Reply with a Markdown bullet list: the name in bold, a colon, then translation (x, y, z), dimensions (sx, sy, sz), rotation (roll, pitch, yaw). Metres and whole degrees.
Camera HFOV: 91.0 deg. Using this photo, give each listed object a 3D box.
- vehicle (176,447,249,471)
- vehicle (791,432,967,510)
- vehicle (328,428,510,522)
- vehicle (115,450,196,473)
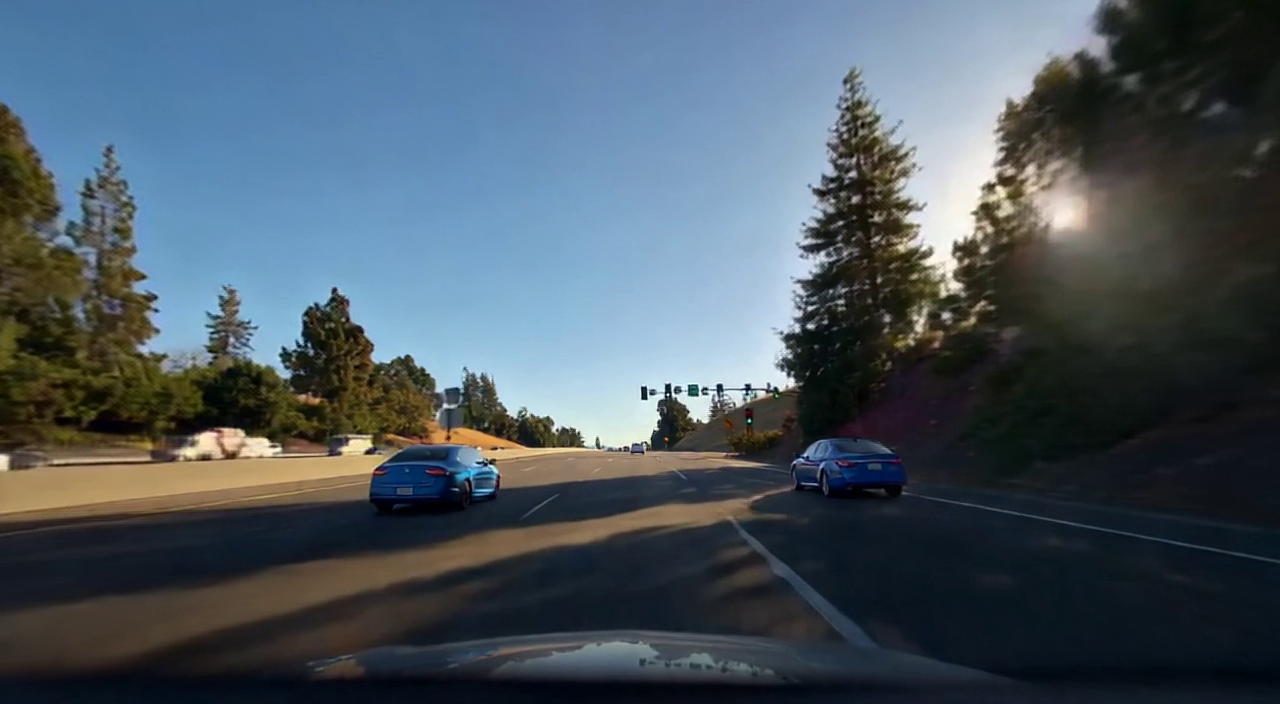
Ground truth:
- **vehicle**: translation (-28.868, 7.224, 42.687), dimensions (1.801, 1.487, 4.459), rotation (0, -9, 0)
- **vehicle**: translation (5.208, 2.667, 14.594), dimensions (2.049, 1.481, 4.774), rotation (0, -9, -2)
- **vehicle**: translation (-4.093, 2.355, 12.610), dimensions (1.987, 1.516, 4.478), rotation (0, -9, 1)
- **vehicle**: translation (-32.842, 7.429, 42.851), dimensions (1.793, 1.440, 4.727), rotation (0, -9, 0)
